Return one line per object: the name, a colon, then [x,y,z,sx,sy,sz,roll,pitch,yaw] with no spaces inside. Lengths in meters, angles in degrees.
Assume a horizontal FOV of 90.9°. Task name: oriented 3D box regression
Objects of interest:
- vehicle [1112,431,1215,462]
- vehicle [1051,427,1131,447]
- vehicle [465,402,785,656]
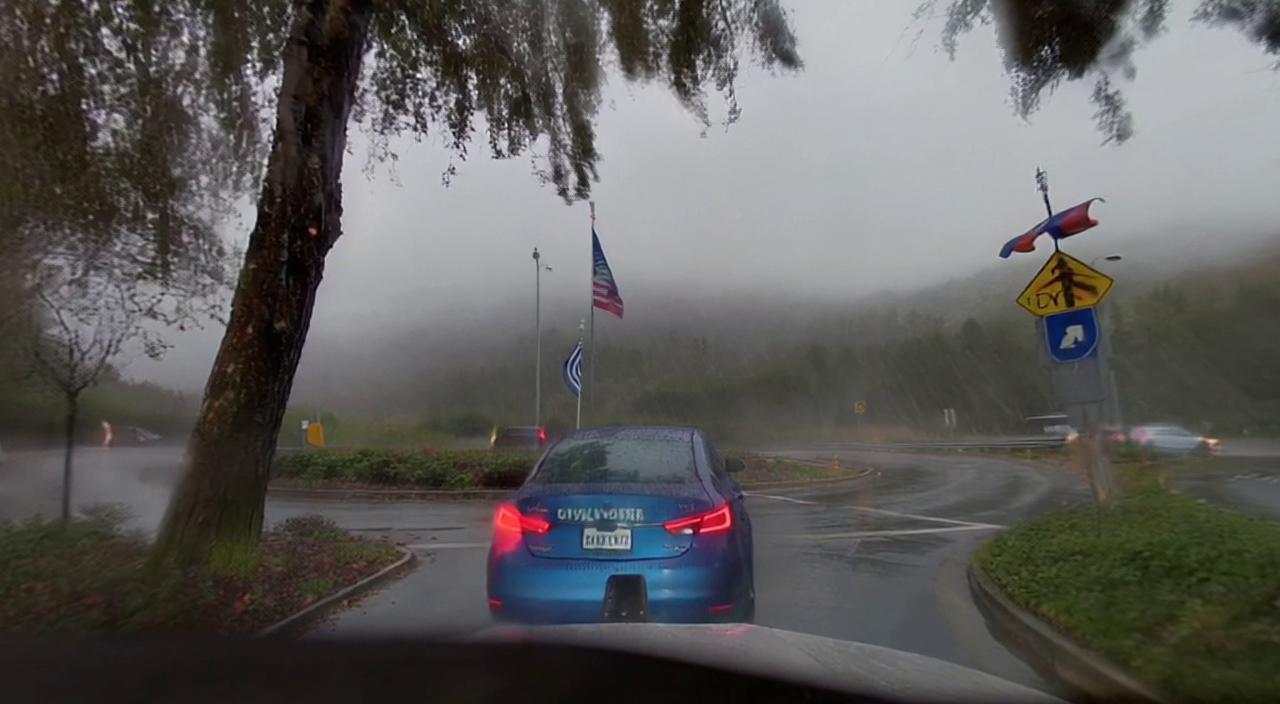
vehicle: [29.795,5.405,35.923,4.485,1.691,2.132,2,-9,-14]
vehicle: [35.280,6.686,49.415,4.652,1.498,1.783,-2,-9,10]
vehicle: [0.032,1.466,6.172,2.078,1.607,4.010,-1,-9,4]
